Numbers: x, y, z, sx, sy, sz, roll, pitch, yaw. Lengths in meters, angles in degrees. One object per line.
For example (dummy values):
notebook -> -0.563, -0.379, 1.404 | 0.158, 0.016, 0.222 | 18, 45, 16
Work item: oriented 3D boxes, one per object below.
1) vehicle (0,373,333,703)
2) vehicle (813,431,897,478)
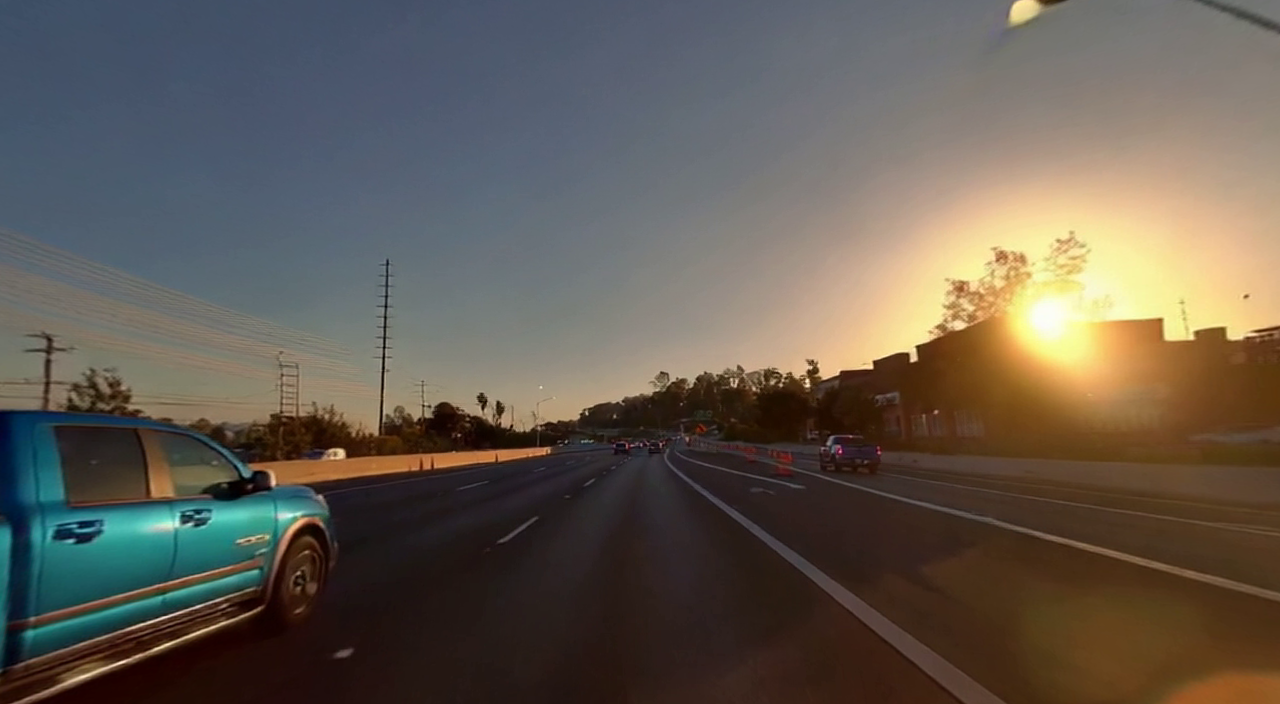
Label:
vehicle -> -3.571, 0.965, 2.927 | 2.001, 1.619, 4.445 | 0, -8, 0
vehicle -> 9.335, 4.494, 27.930 | 2.186, 1.840, 5.289 | -1, -8, 4
